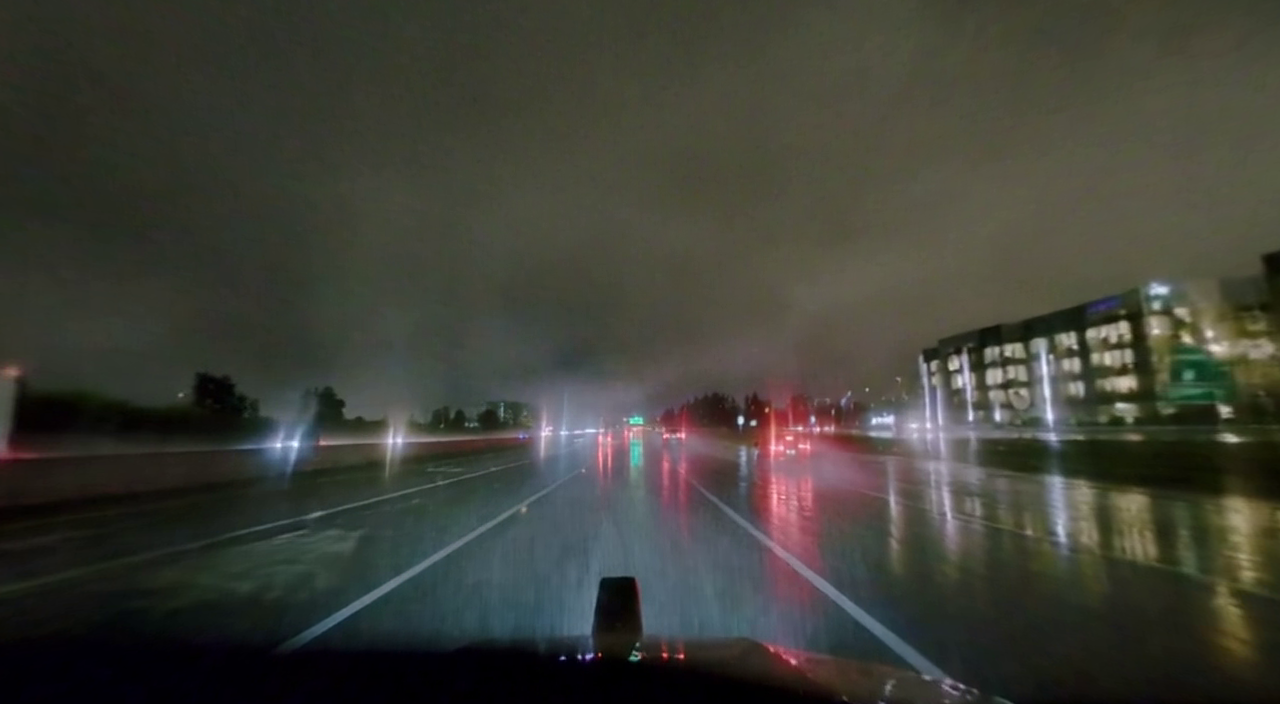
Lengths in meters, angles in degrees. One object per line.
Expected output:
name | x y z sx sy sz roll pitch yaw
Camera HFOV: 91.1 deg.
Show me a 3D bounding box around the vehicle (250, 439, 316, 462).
vehicle | -24.699 6.819 43.674 1.887 1.503 4.549 0 -8 0
